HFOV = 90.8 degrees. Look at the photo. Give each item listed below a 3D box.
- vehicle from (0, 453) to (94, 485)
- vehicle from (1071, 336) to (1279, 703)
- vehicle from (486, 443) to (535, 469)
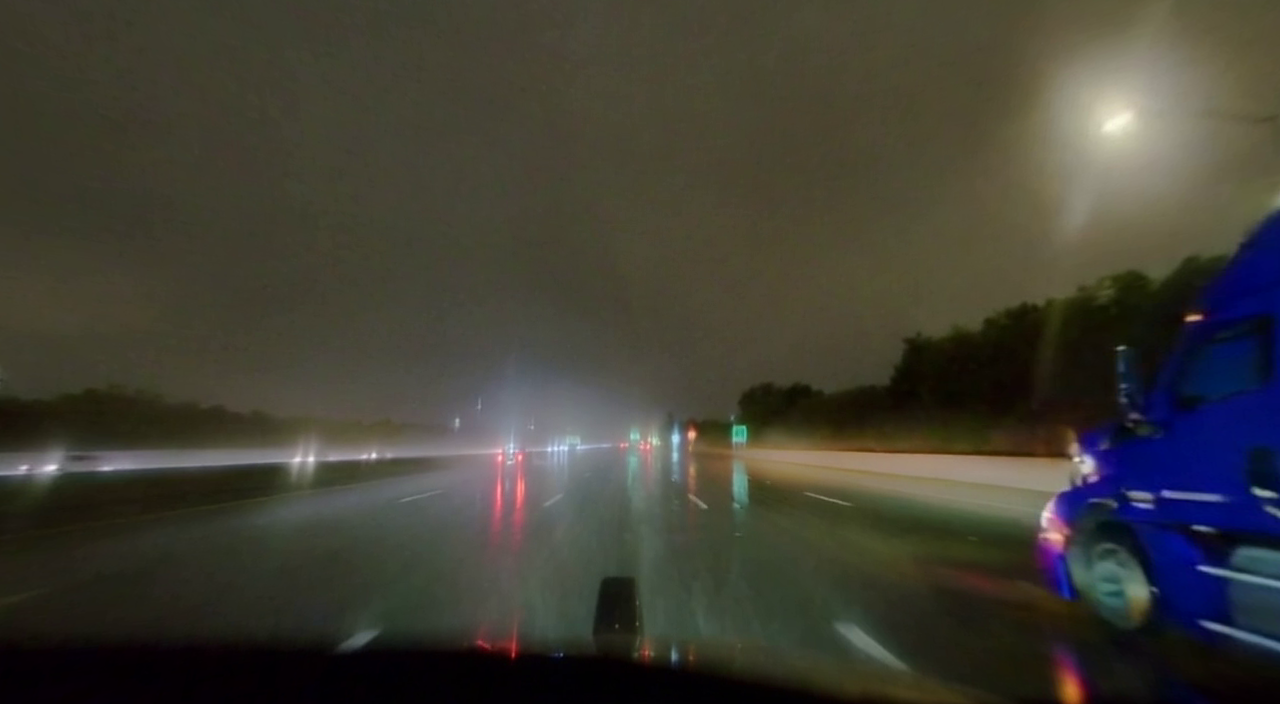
[{"bbox_3d":[-39.182,7.557,41.080,2.079,1.830,5.811,0,-8,0],"label":"vehicle"},{"bbox_3d":[3.637,0.620,1.382,2.103,1.694,4.628,0,-8,0],"label":"vehicle"},{"bbox_3d":[-8.063,6.532,39.863,2.005,1.545,4.874,0,-8,0],"label":"vehicle"}]
